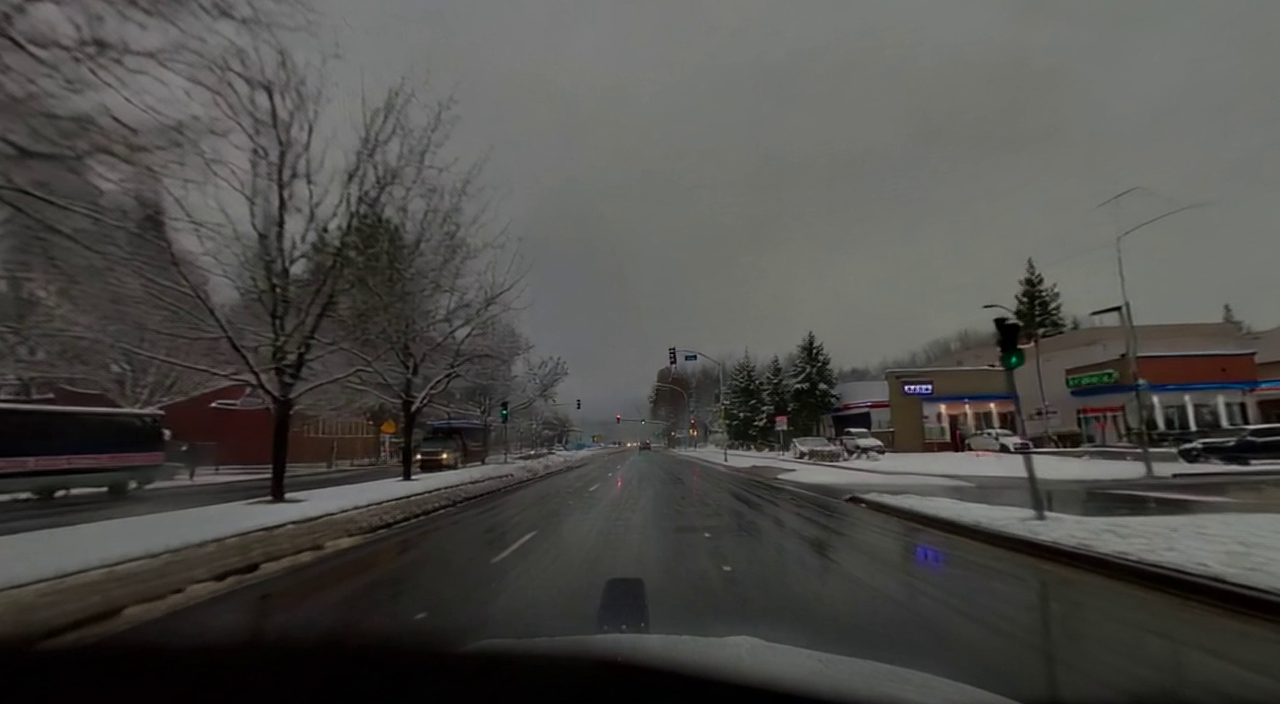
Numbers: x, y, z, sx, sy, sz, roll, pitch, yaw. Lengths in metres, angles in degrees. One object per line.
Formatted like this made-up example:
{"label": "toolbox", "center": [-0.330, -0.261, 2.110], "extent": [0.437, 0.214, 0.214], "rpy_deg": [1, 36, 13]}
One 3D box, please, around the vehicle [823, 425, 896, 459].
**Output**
{"label": "vehicle", "center": [14.459, 5.983, 41.745], "extent": [4.203, 2.206, 1.934], "rpy_deg": [-1, -9, 7]}

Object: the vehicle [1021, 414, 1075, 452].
{"label": "vehicle", "center": [30.084, 5.938, 46.343], "extent": [2.454, 2.572, 5.082], "rpy_deg": [-9, -10, 39]}

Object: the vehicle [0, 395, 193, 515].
{"label": "vehicle", "center": [-19.137, 3.129, 19.277], "extent": [2.958, 3.304, 10.523], "rpy_deg": [0, -9, 1]}

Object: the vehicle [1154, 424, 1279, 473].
{"label": "vehicle", "center": [23.808, 3.857, 25.103], "extent": [4.999, 1.814, 2.158], "rpy_deg": [-7, -11, 39]}

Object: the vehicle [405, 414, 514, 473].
{"label": "vehicle", "center": [-10.881, 5.816, 40.079], "extent": [3.031, 3.093, 13.352], "rpy_deg": [0, -9, 0]}

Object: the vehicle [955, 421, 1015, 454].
{"label": "vehicle", "center": [24.027, 6.001, 43.741], "extent": [2.675, 2.108, 5.607], "rpy_deg": [-7, -11, 37]}
